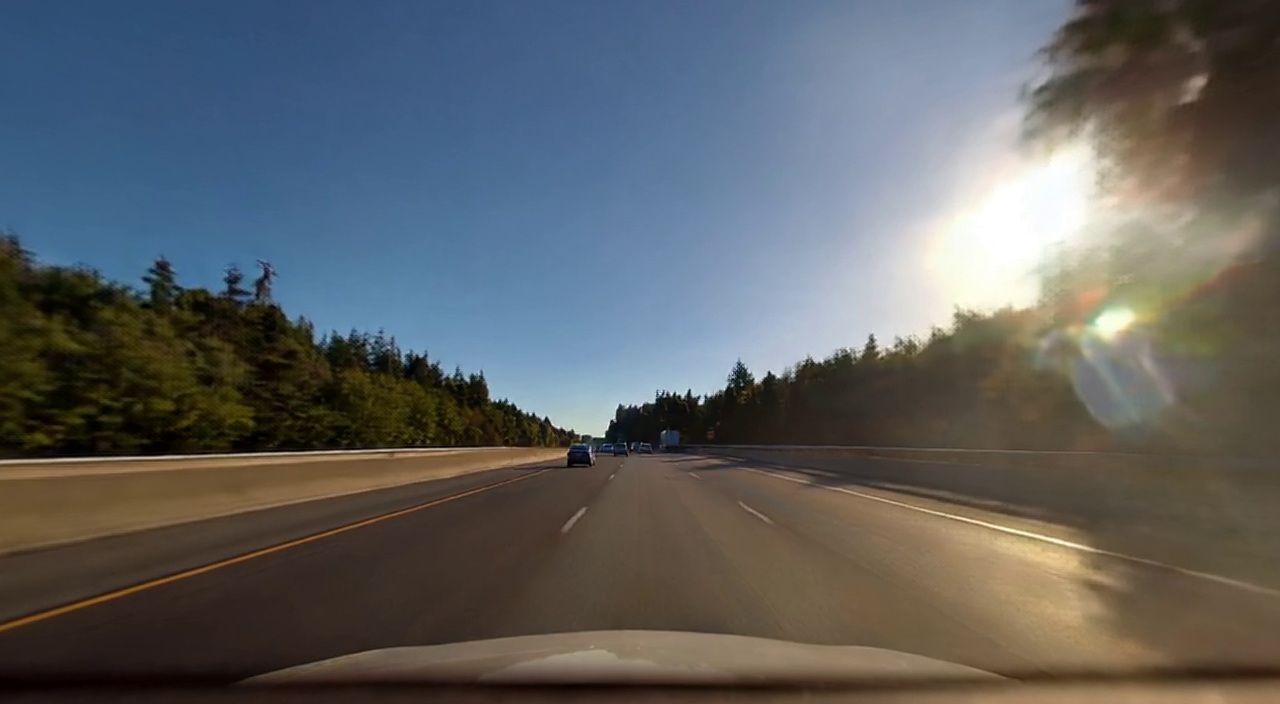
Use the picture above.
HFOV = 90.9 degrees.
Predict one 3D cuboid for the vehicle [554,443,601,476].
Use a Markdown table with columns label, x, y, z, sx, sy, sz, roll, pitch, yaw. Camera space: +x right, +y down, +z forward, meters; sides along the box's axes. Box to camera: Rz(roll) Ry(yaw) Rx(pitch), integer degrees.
| label | x | y | z | sx | sy | sz | roll | pitch | yaw |
| --- | --- | --- | --- | --- | --- | --- | --- | --- | --- |
| vehicle | -3.161 | 5.519 | 32.549 | 2.025 | 1.571 | 3.662 | 0 | -9 | 1 |
